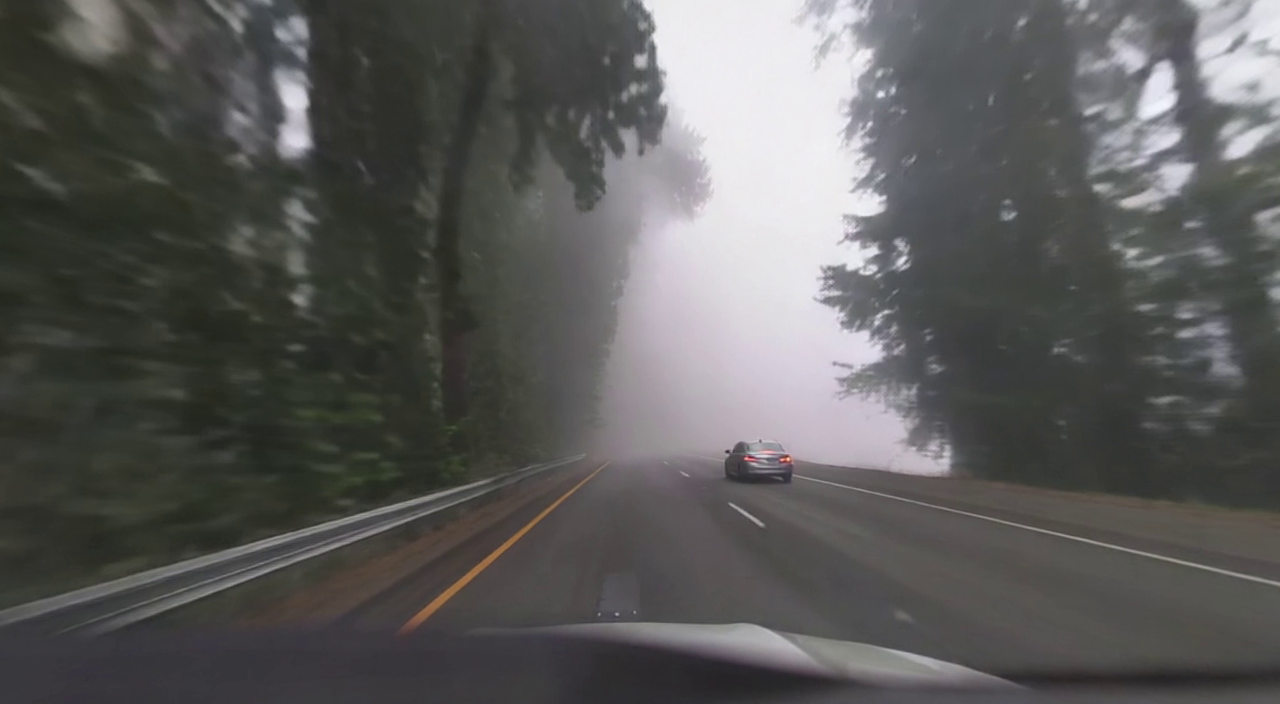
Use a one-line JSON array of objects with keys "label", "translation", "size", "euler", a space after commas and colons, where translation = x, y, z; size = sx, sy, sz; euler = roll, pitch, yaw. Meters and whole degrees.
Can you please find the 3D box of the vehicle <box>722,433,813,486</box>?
[{"label": "vehicle", "translation": [4.086, 3.527, 21.002], "size": [1.905, 1.525, 4.719], "euler": [0, -8, -2]}]
